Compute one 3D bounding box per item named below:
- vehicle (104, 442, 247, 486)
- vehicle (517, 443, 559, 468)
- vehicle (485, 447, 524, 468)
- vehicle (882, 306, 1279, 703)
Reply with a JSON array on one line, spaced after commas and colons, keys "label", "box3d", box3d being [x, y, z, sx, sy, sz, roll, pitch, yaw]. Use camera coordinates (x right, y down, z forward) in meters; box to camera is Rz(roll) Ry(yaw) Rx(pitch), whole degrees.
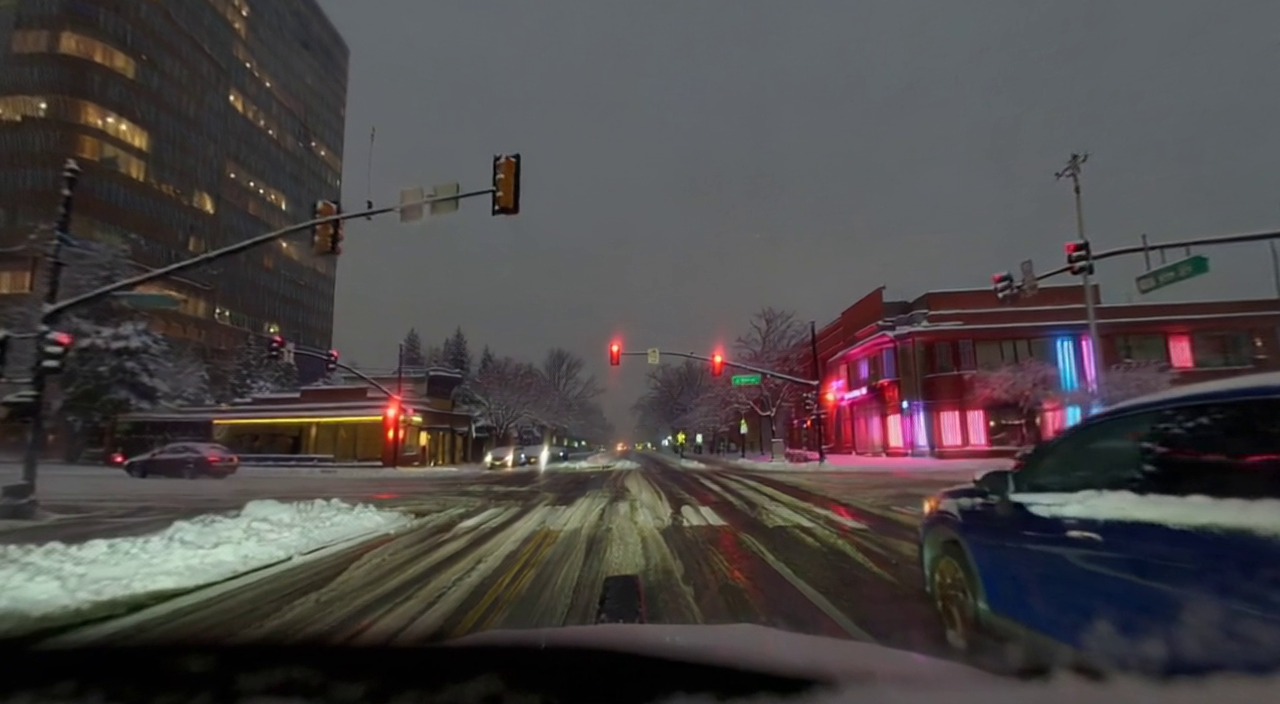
[{"label": "vehicle", "box3d": [-21.488, 5.159, 29.312, 5.161, 1.910, 2.275, -2, -9, 10]}, {"label": "vehicle", "box3d": [-7.280, 7.428, 45.460, 2.181, 1.703, 4.512, 0, -8, 1]}, {"label": "vehicle", "box3d": [-10.398, 8.112, 48.803, 2.106, 1.505, 4.228, 0, -8, -1]}, {"label": "vehicle", "box3d": [2.928, 0.822, 2.596, 2.049, 1.691, 4.447, 0, -8, 0]}]
